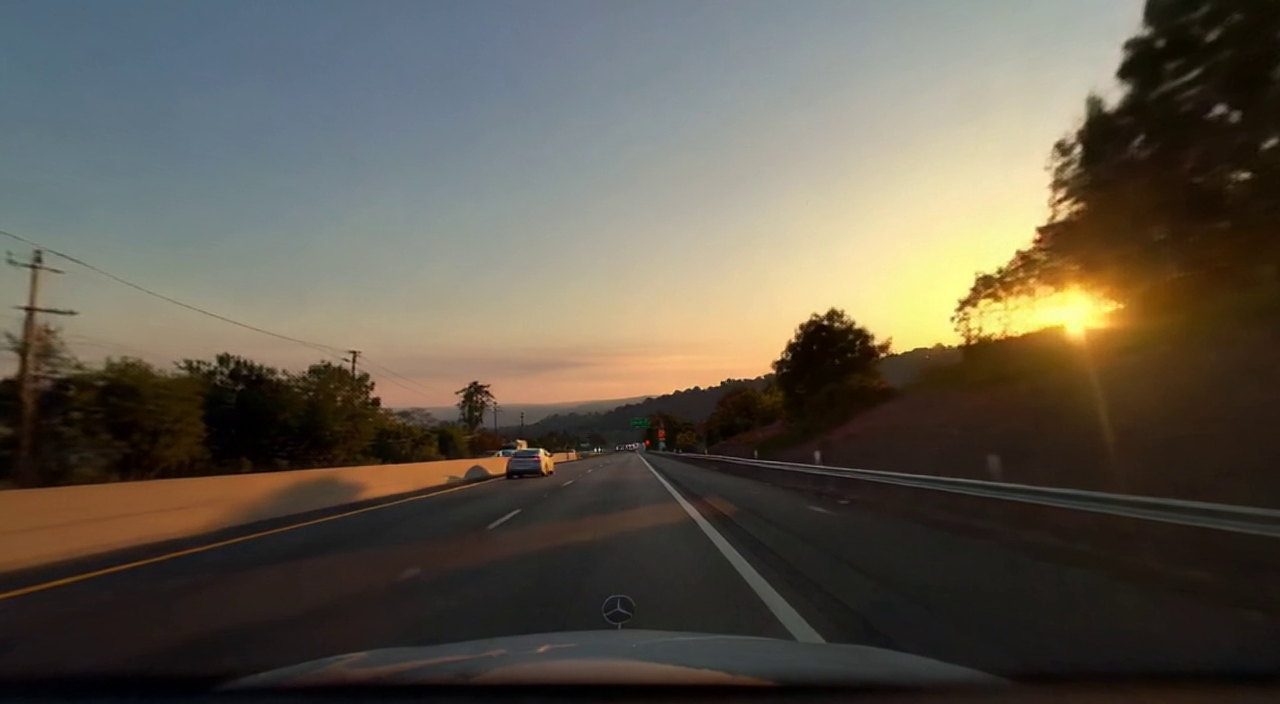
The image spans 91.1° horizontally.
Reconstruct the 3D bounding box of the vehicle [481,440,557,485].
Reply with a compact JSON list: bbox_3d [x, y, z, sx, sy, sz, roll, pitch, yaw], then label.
[{"bbox_3d":[-4.664,4.341,25.015,2.139,1.577,4.546,-1,-9,0],"label":"vehicle"}]
